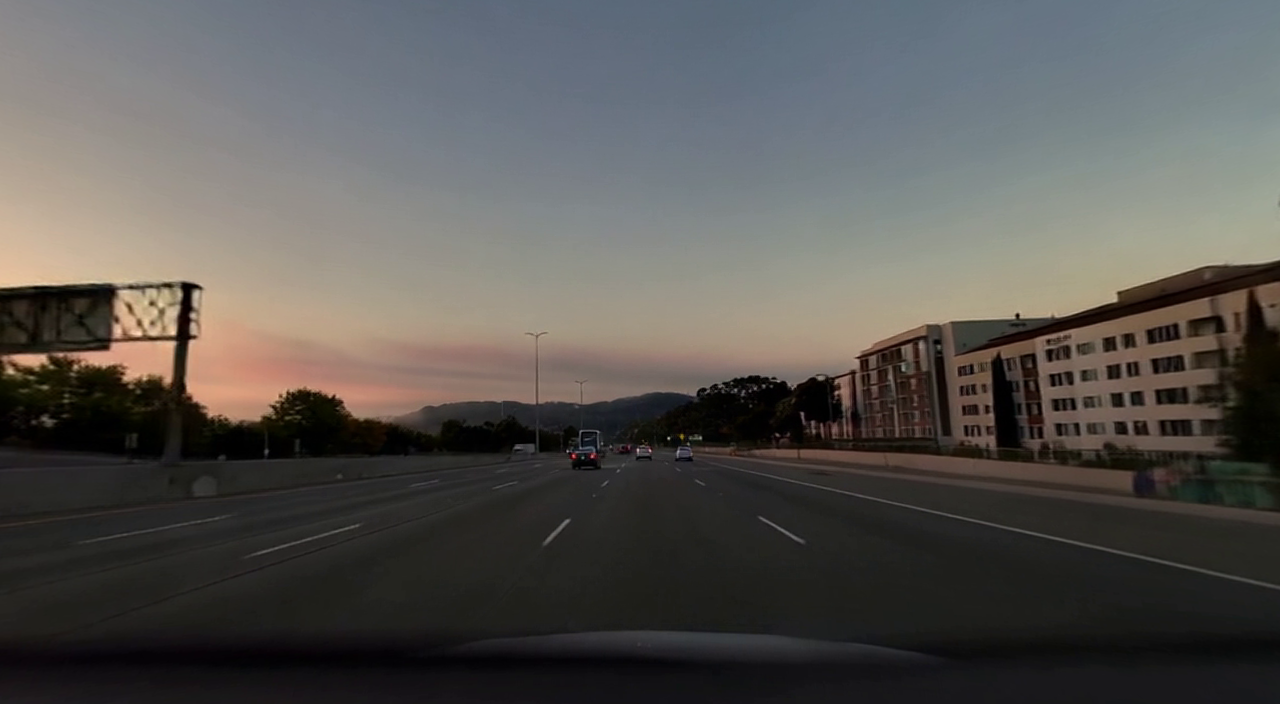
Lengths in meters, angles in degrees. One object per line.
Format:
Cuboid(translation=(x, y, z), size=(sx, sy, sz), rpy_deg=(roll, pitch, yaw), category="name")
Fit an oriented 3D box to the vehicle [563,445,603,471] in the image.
Cuboid(translation=(-3.639, 6.889, 41.147), size=(2.195, 1.630, 4.336), rpy_deg=(0, -9, 0), category="vehicle")
